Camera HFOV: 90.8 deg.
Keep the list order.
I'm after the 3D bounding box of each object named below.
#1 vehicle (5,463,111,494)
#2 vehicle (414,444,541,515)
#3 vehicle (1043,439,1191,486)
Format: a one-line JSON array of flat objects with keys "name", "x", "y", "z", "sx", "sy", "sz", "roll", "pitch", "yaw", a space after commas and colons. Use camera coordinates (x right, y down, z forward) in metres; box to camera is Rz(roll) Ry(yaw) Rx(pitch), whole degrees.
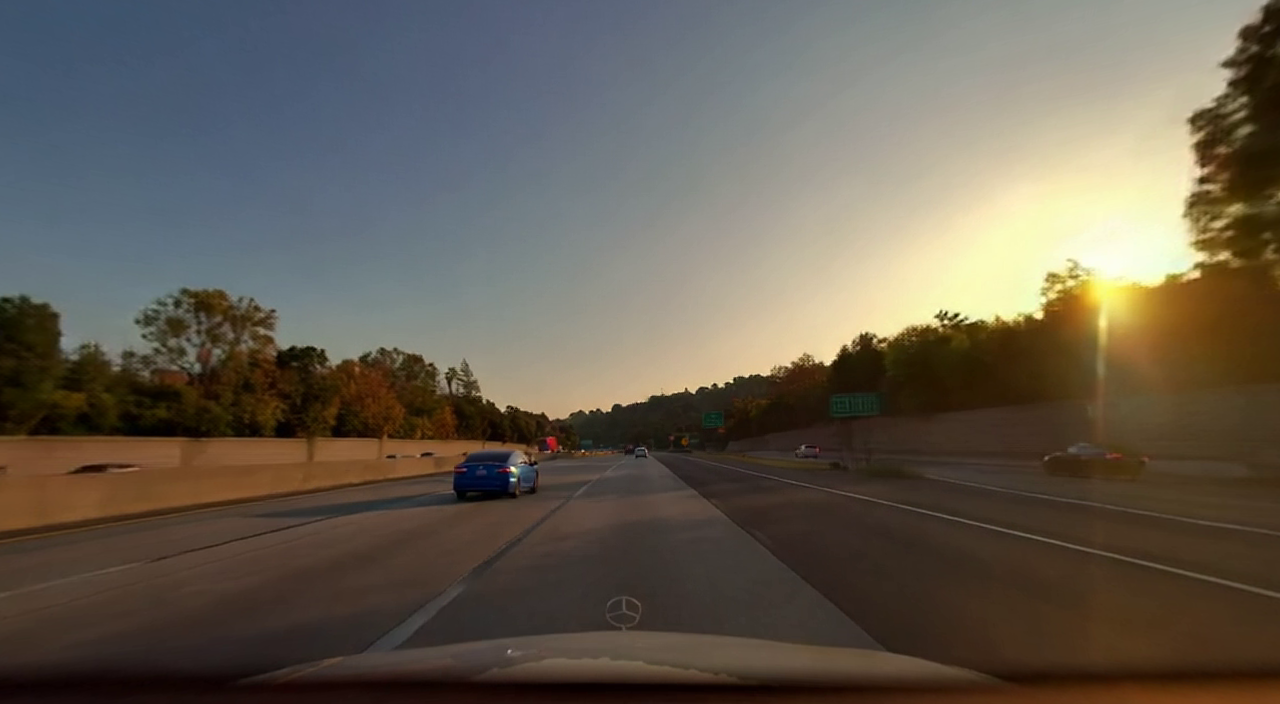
[{"name": "vehicle", "x": -31.205, "y": 6.763, "z": 34.005, "sx": 1.763, "sy": 1.463, "sz": 4.259, "roll": 0, "pitch": -9, "yaw": -2}, {"name": "vehicle", "x": -3.733, "y": 2.996, "z": 15.408, "sx": 1.873, "sy": 1.438, "sz": 4.546, "roll": -1, "pitch": -9, "yaw": 1}, {"name": "vehicle", "x": 16.282, "y": 3.794, "z": 21.904, "sx": 1.805, "sy": 1.427, "sz": 4.447, "roll": -1, "pitch": -9, "yaw": 3}]
